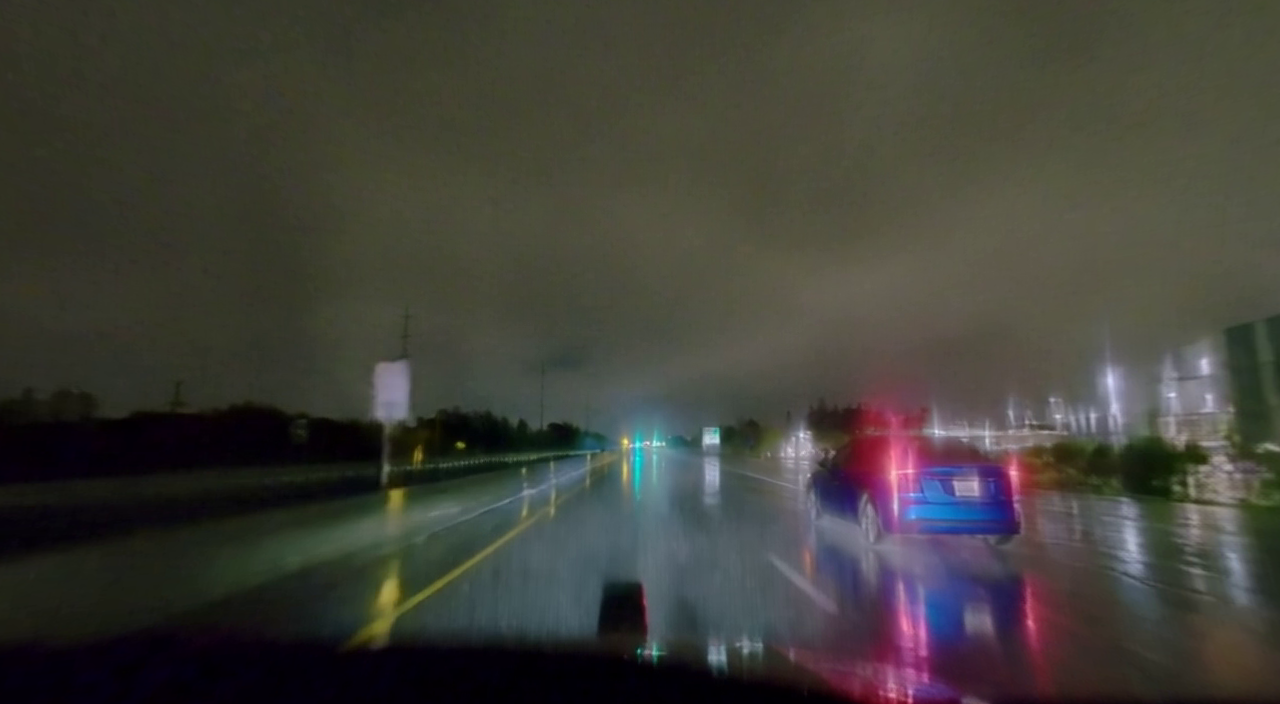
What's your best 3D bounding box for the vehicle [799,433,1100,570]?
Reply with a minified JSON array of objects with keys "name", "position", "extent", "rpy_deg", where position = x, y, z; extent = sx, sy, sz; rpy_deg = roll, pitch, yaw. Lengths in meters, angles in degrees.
[{"name":"vehicle","position":[4.064,2.024,9.485],"extent":[2.053,1.490,4.799],"rpy_deg":[0,-8,-1]}]
